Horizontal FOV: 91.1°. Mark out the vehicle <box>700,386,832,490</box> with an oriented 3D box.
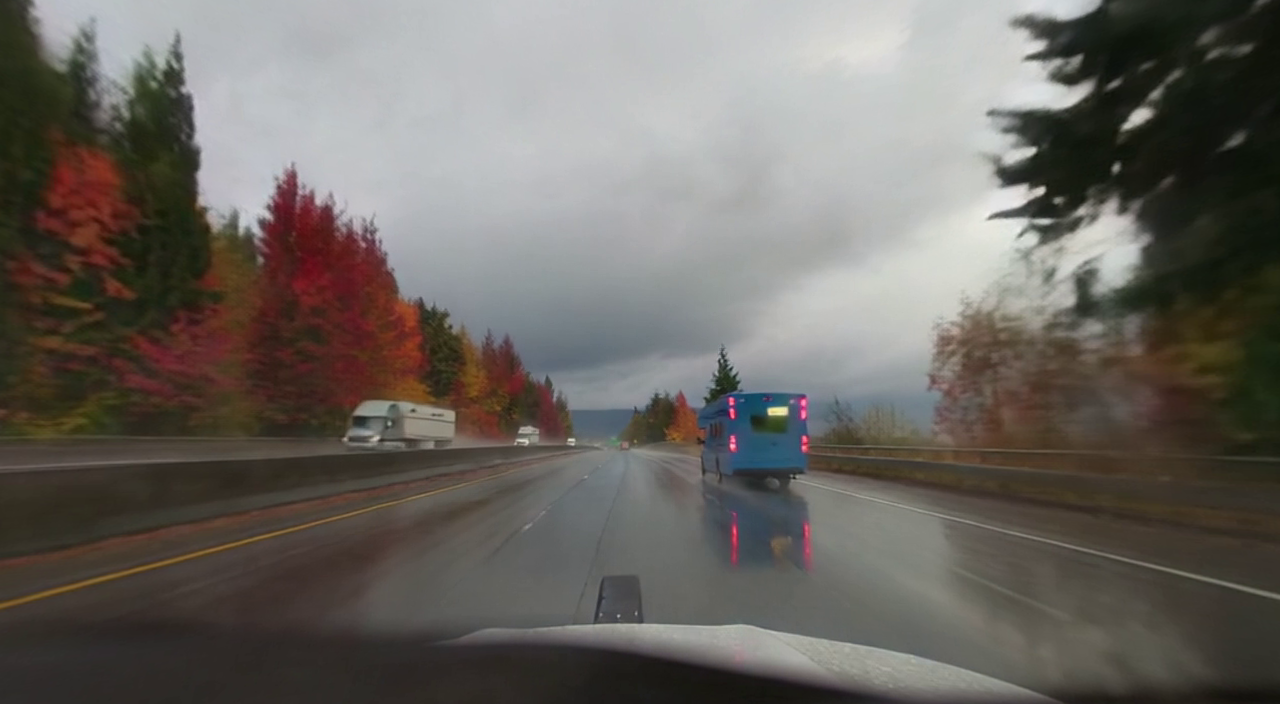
[{"bbox_3d":[3.822,2.851,20.996,2.815,2.876,7.101,0,-8,-1],"label":"vehicle"}]
